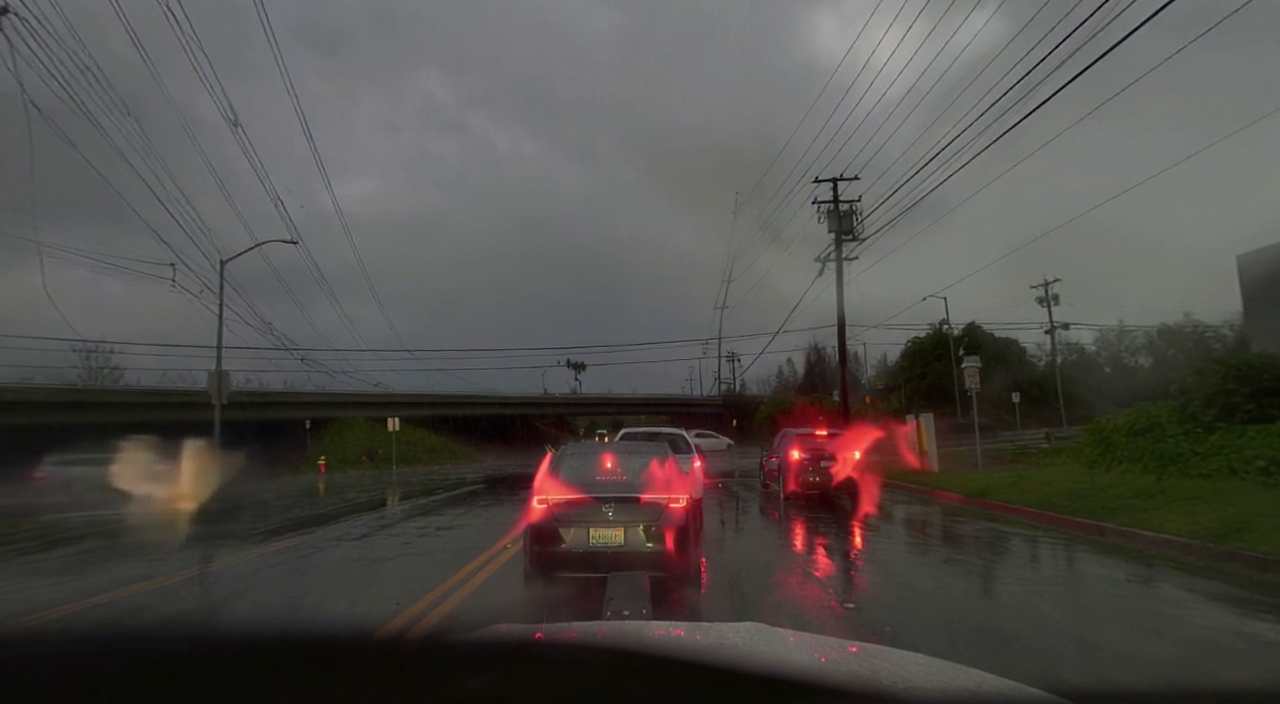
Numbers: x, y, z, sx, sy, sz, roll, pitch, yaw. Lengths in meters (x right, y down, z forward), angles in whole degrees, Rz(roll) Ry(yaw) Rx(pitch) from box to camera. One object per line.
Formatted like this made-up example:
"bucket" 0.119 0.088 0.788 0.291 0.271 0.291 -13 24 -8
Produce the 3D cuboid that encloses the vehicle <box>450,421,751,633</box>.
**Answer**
"vehicle" -0.240 1.528 6.471 2.090 1.458 4.033 -1 -9 1

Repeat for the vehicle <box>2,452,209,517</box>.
"vehicle" -15.850 3.862 18.886 4.435 1.637 1.901 8 -12 -44
